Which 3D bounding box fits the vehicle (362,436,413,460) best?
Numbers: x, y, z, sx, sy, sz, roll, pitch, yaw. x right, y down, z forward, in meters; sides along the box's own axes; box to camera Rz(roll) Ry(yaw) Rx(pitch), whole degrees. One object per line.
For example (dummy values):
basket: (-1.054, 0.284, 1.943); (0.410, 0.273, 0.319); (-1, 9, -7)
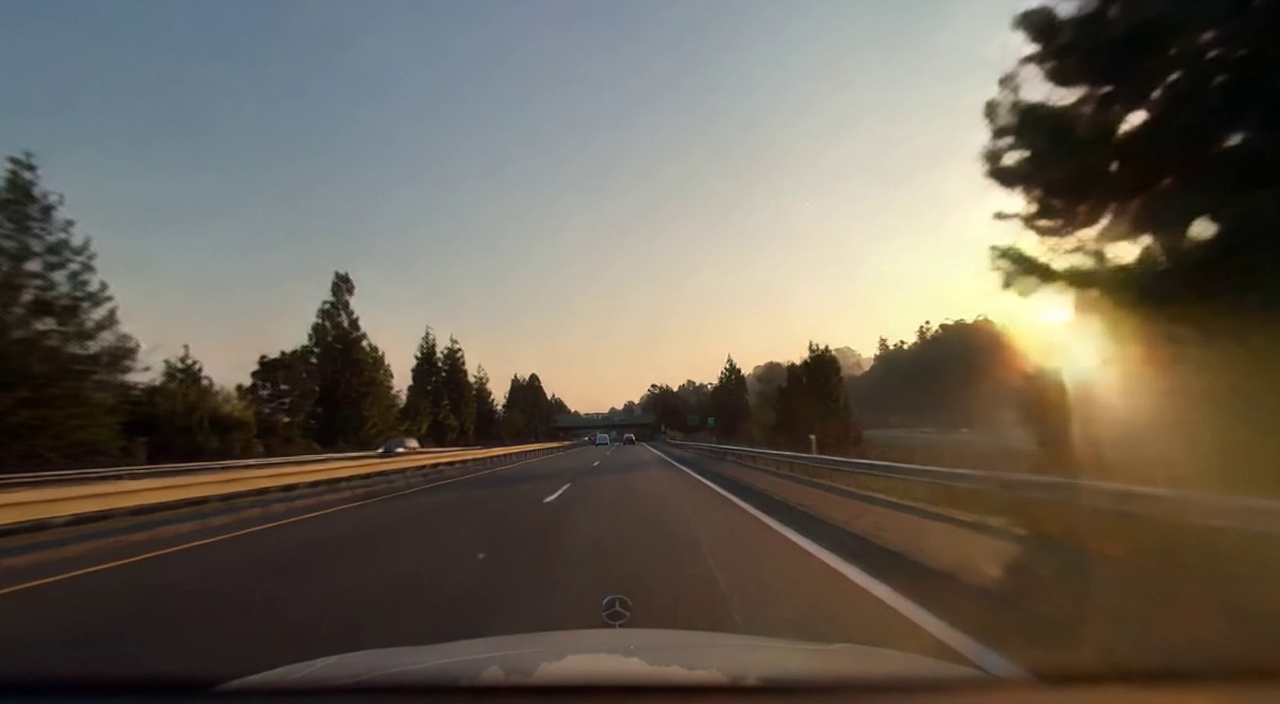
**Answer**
vehicle: (-16.973, 6.446, 42.529); (1.846, 1.553, 3.782); (0, -7, 0)
